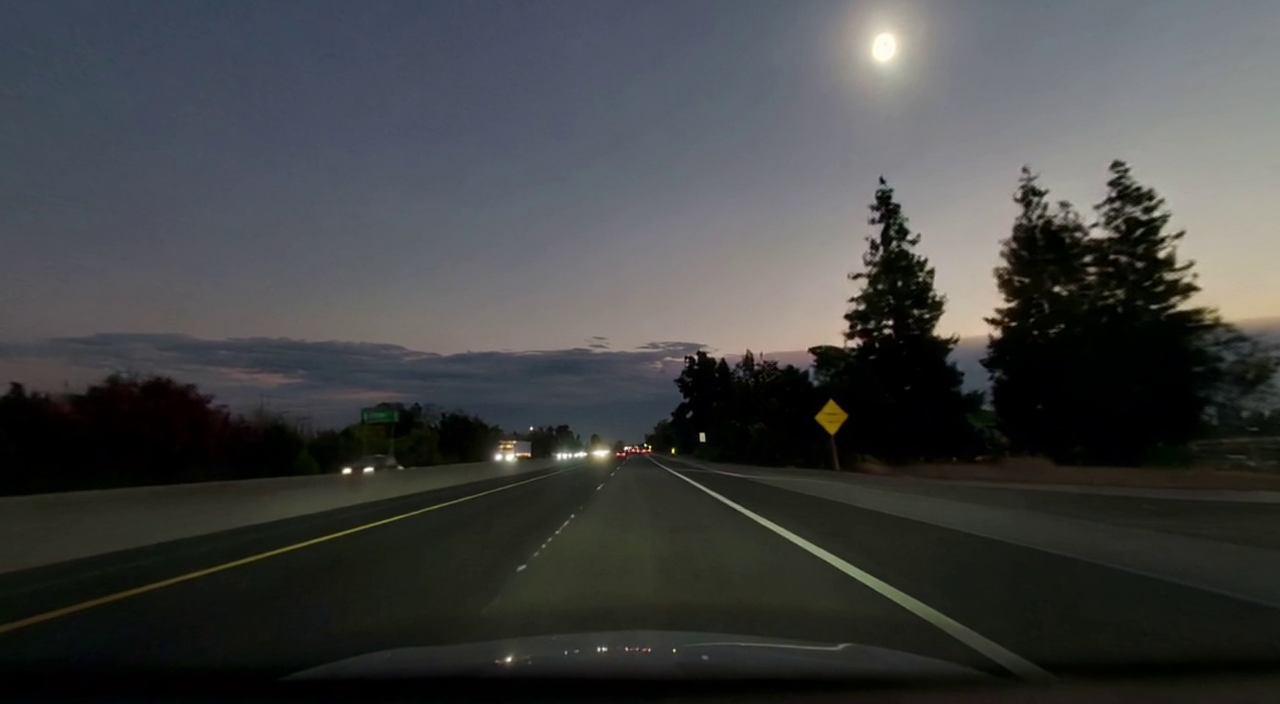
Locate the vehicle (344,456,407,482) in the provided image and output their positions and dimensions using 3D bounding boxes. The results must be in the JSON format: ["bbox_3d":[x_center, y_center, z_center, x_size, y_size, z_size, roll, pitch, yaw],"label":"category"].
[{"bbox_3d":[-16.514,7.321,39.720,1.976,1.499,4.566,0,-9,0],"label":"vehicle"}]
